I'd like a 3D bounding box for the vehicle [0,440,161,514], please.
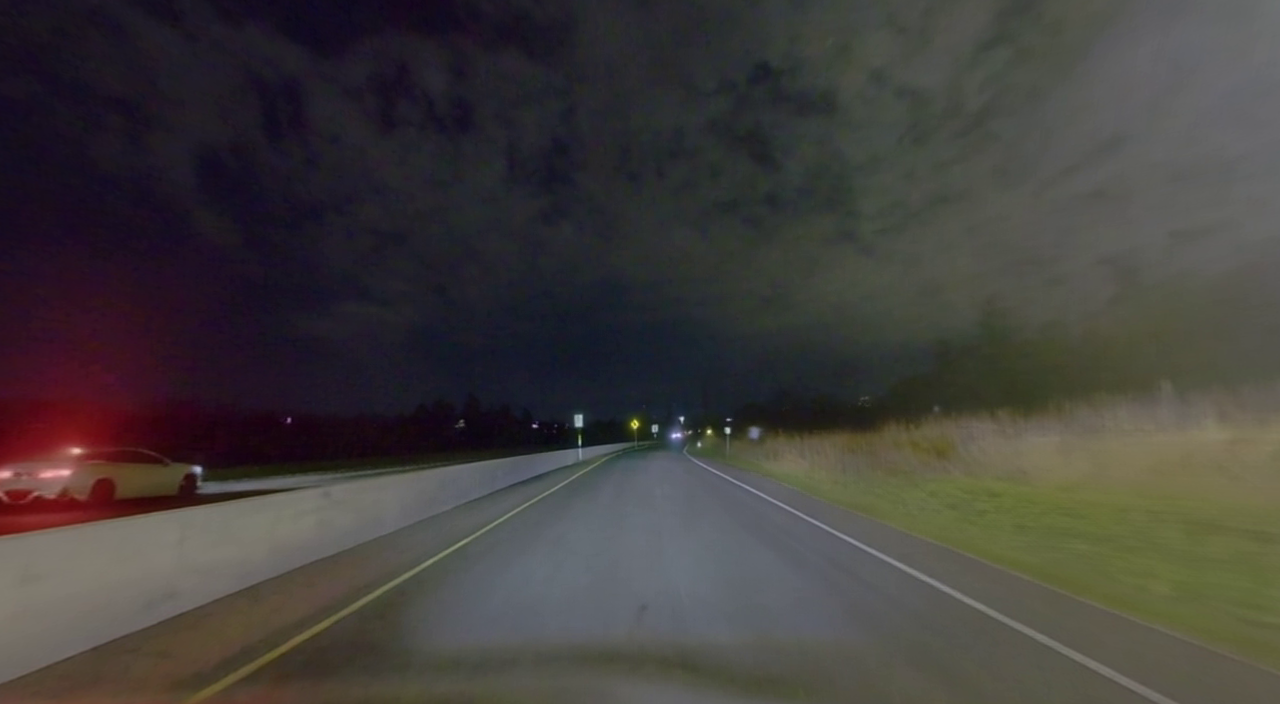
[{"bbox_3d":[-14.169,2.952,15.248,1.895,1.451,4.168,-3,-7,-1],"label":"vehicle"}]
